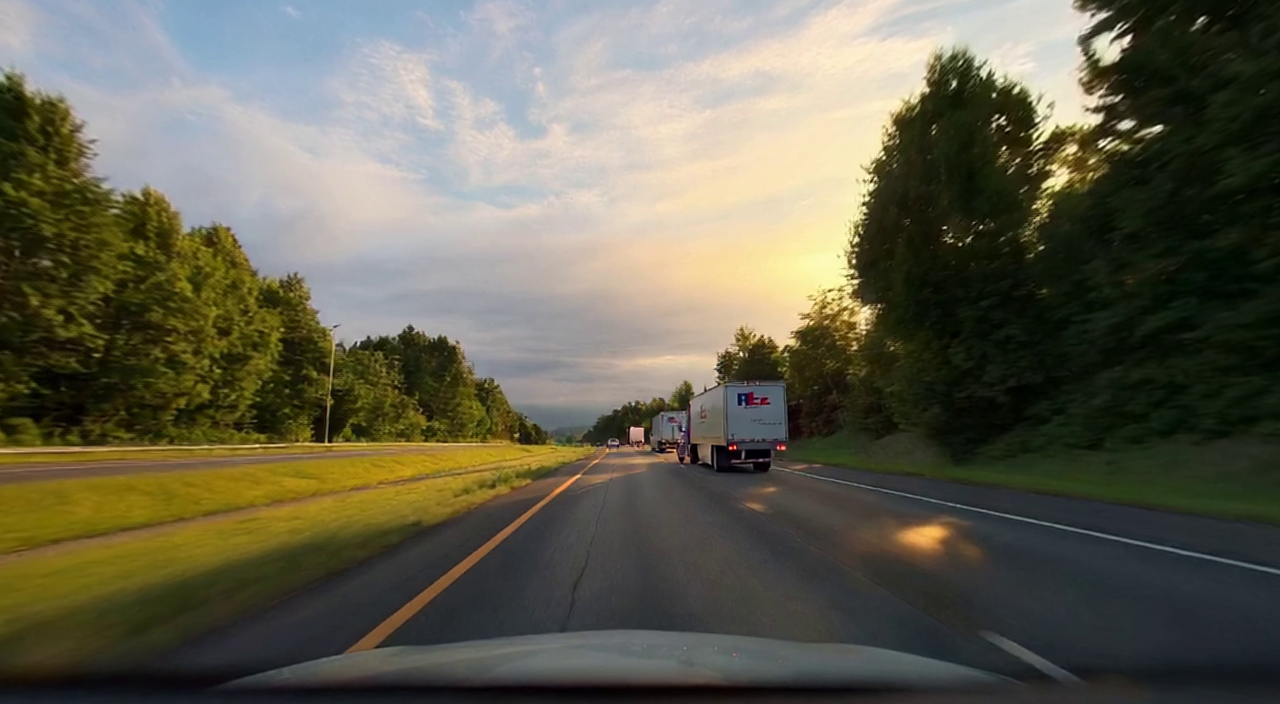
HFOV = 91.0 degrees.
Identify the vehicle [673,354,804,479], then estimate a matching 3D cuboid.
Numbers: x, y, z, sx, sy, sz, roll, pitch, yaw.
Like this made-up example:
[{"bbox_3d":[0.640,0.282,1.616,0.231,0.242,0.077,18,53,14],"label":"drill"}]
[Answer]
[{"bbox_3d":[3.576,3.098,27.801,2.863,4.031,14.678,0,-8,-2],"label":"vehicle"}]
